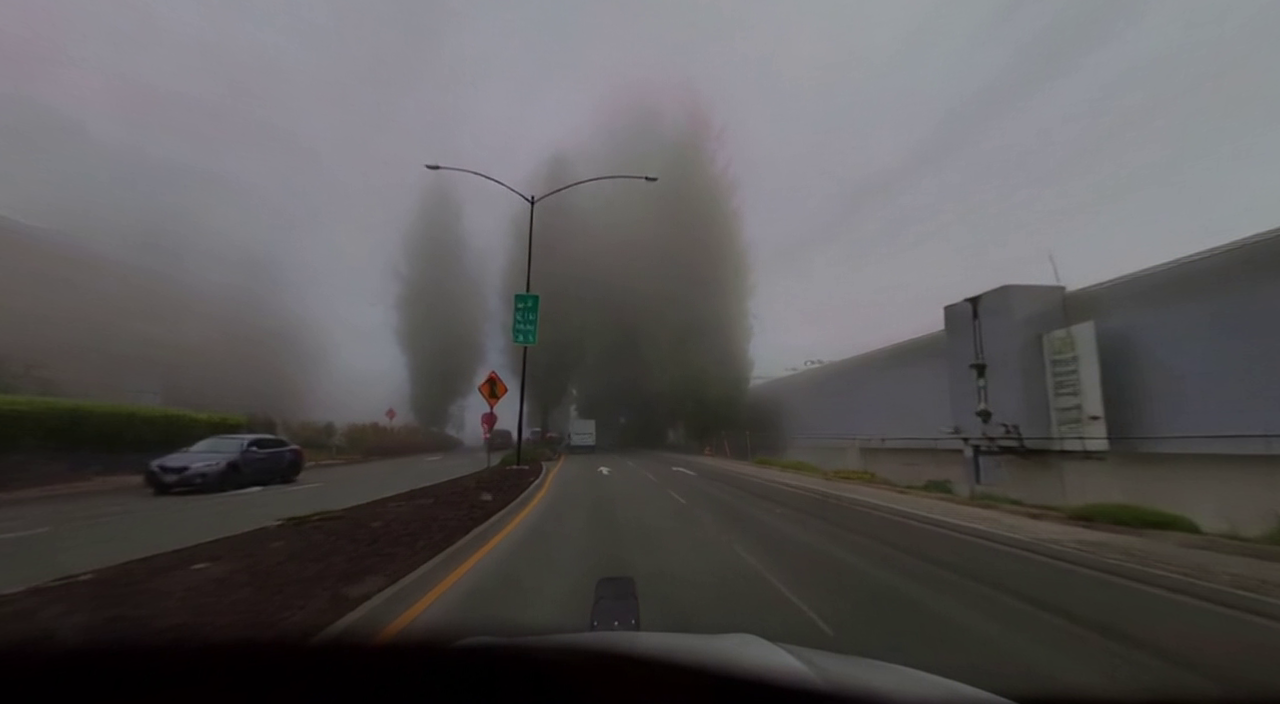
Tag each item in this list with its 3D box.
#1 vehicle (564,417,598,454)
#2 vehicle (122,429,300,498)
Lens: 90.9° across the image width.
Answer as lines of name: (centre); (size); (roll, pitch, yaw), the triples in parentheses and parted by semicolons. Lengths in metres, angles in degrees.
vehicle: (-4.720, 6.608, 49.568); (2.276, 2.706, 5.232); (1, -8, -9)
vehicle: (-10.728, 2.785, 16.188); (1.897, 1.515, 3.986); (0, -8, -3)
